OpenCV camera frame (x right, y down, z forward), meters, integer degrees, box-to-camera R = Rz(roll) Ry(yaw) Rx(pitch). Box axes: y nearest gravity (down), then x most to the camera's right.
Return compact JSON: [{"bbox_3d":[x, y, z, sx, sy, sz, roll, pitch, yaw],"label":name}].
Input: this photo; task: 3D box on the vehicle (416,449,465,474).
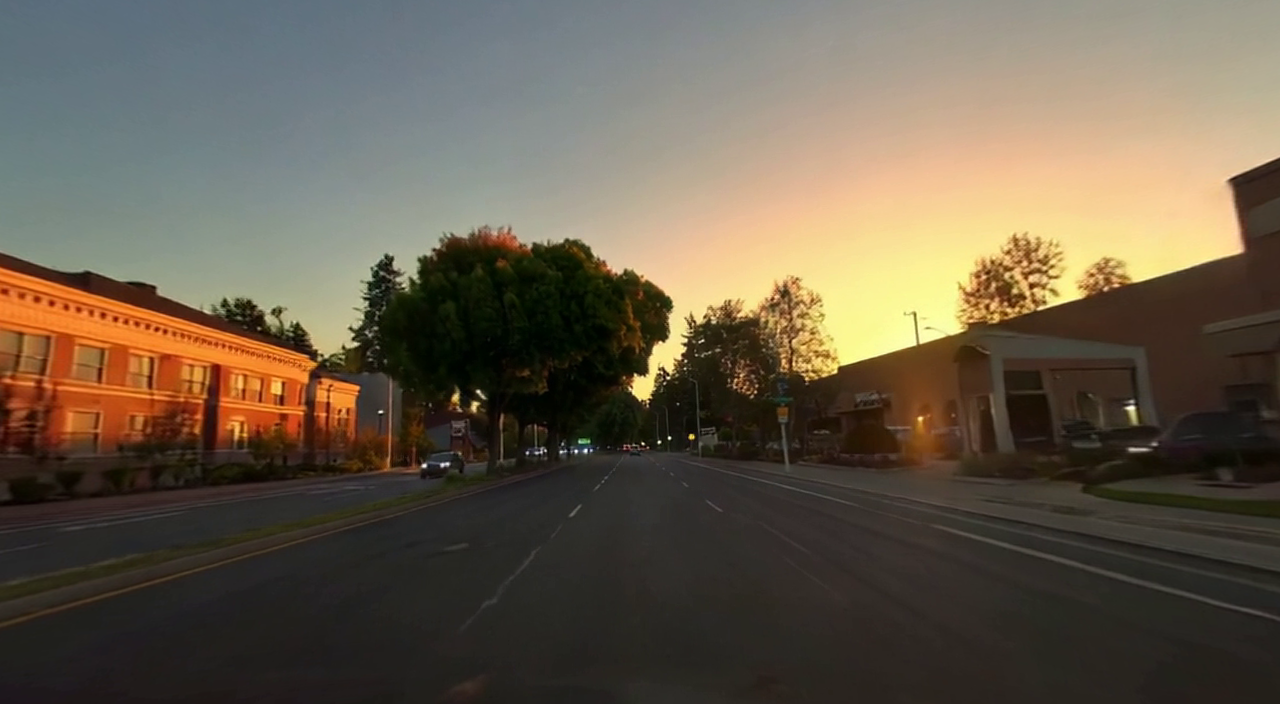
[{"bbox_3d":[-15.027,8.240,47.790,2.043,1.797,4.919,-1,-9,1],"label":"vehicle"}]
